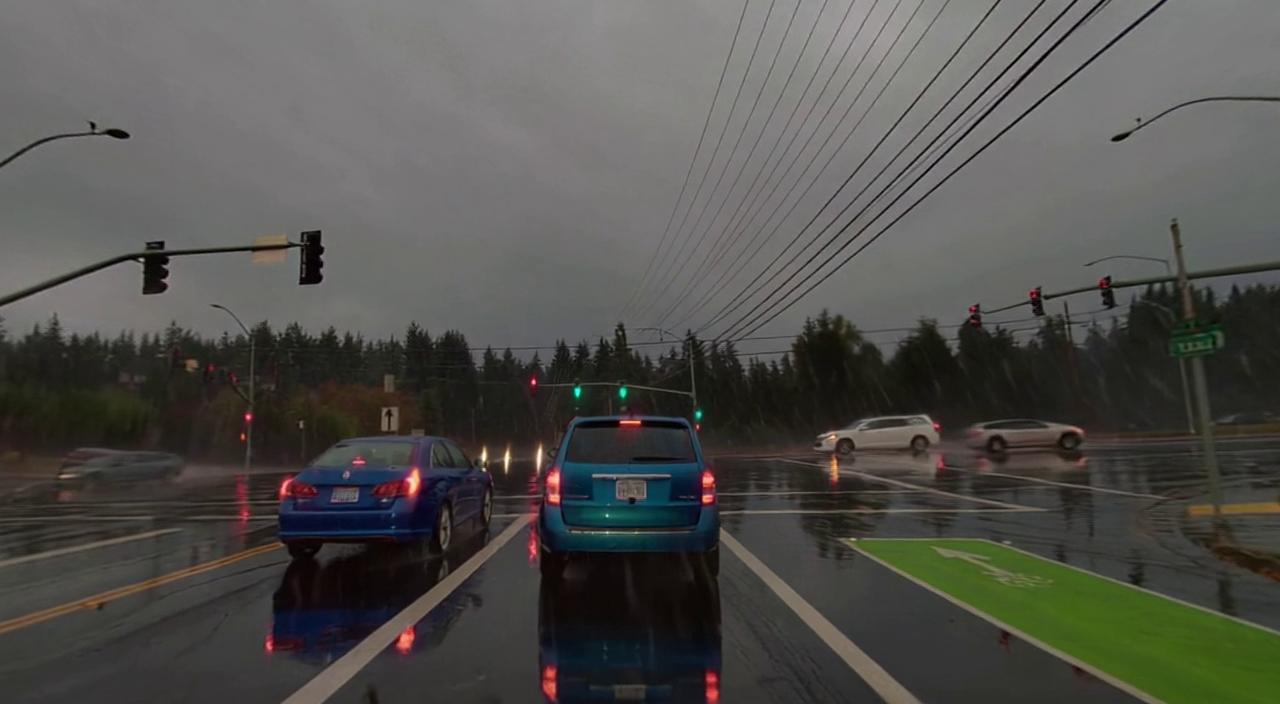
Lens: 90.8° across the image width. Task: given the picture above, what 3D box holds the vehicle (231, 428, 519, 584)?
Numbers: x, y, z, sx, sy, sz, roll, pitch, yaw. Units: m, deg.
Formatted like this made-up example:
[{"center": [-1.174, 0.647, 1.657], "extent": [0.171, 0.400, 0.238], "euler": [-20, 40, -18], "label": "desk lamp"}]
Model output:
[{"center": [-2.926, 1.762, 8.004], "extent": [1.969, 1.486, 3.702], "euler": [0, -8, 1], "label": "vehicle"}]

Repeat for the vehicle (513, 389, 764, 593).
[{"center": [-0.049, 1.510, 7.618], "extent": [2.182, 1.773, 4.041], "euler": [0, -8, -1], "label": "vehicle"}]

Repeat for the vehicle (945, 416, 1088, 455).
[{"center": [16.693, 3.750, 28.250], "extent": [4.977, 1.648, 2.088], "euler": [-1, -8, 5], "label": "vehicle"}]

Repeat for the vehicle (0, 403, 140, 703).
[{"center": [-3.348, 0.662, 0.446], "extent": [1.928, 1.488, 4.936], "euler": [0, -8, 0], "label": "vehicle"}]

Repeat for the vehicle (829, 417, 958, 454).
[{"center": [13.844, 4.609, 34.842], "extent": [6.143, 1.944, 2.229], "euler": [-1, -8, 5], "label": "vehicle"}]
